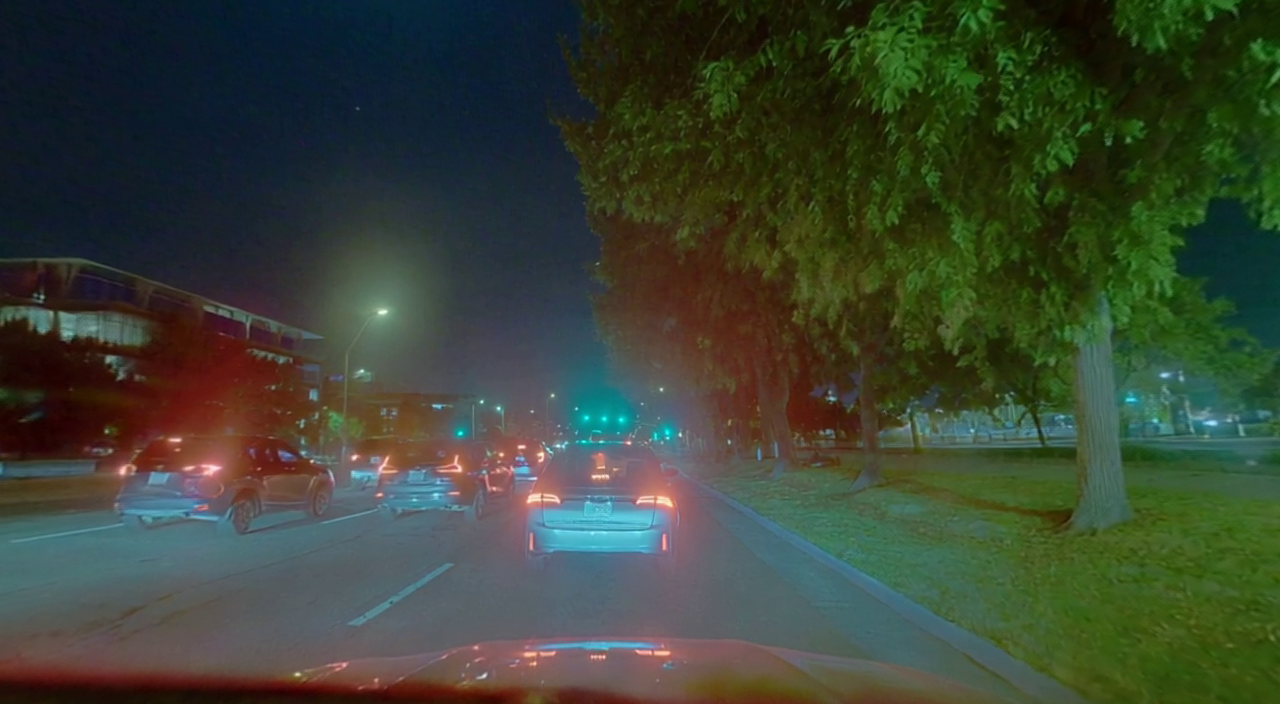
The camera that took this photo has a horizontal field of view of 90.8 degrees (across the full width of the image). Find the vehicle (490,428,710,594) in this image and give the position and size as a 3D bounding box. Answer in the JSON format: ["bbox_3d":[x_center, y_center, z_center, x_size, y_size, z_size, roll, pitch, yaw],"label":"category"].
[{"bbox_3d":[-0.387,1.798,7.999,2.066,1.544,3.954,0,-9,0],"label":"vehicle"}]

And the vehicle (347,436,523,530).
[{"bbox_3d":[-3.783,2.485,12.682,1.913,1.521,4.539,0,-9,1],"label":"vehicle"}]

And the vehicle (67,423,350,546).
[{"bbox_3d":[-7.348,2.272,11.487,2.068,1.784,4.224,0,-9,1],"label":"vehicle"}]
